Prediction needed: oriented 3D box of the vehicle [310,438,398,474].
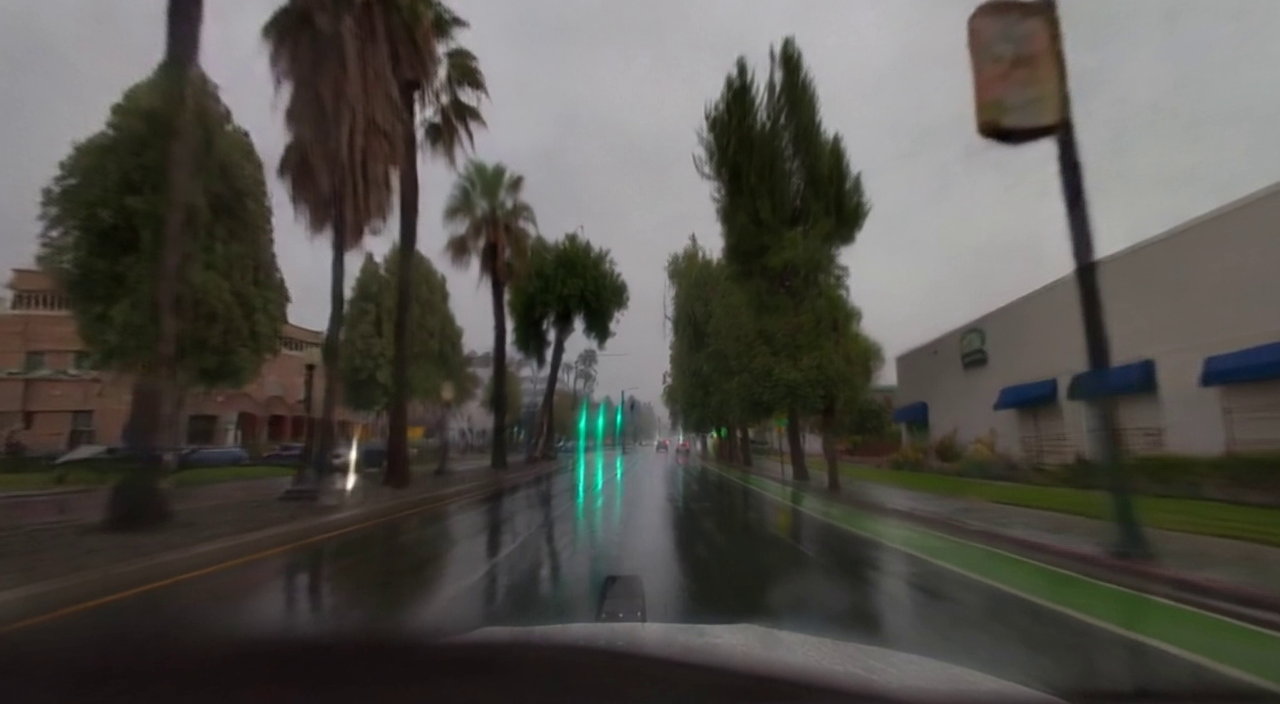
[{"bbox_3d":[-16.501,6.050,36.892,2.211,1.924,5.789,0,-9,3],"label":"vehicle"}]
